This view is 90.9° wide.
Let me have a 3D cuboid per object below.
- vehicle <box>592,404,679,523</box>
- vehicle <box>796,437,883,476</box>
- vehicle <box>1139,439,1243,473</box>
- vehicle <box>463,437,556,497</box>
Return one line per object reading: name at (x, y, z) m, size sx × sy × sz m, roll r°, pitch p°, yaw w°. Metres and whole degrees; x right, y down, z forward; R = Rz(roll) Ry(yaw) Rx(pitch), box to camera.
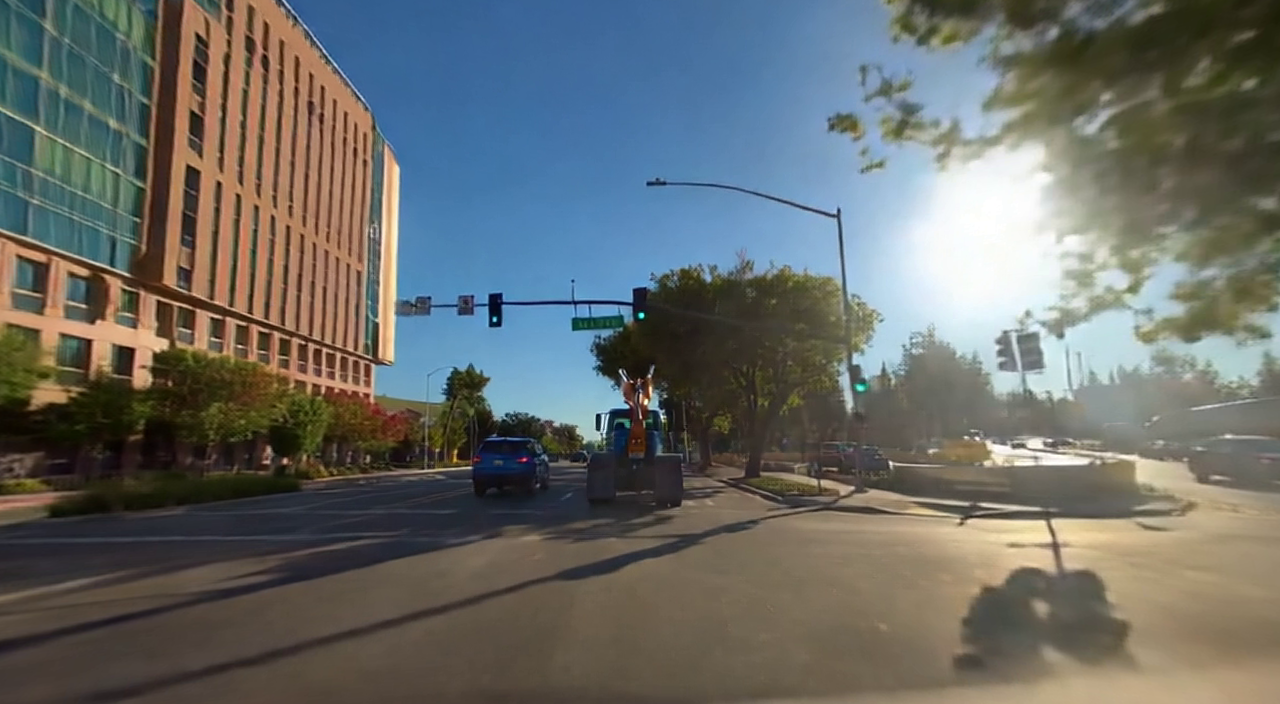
vehicle at (-0.270, 4.147, 24.230) m, size 2.552 × 3.461 × 11.044 m, roll 1°, pitch -9°, yaw -1°
vehicle at (10.004, 5.298, 32.121) m, size 2.186 × 1.783 × 4.716 m, roll 1°, pitch -9°, yaw -11°
vehicle at (25.326, 4.783, 29.027) m, size 3.565 × 1.369 × 1.647 m, roll -1°, pitch -9°, yaw -12°
vehicle at (-3.991, 3.598, 20.078) m, size 2.081 × 1.688 × 4.235 m, roll 0°, pitch -9°, yaw 0°
